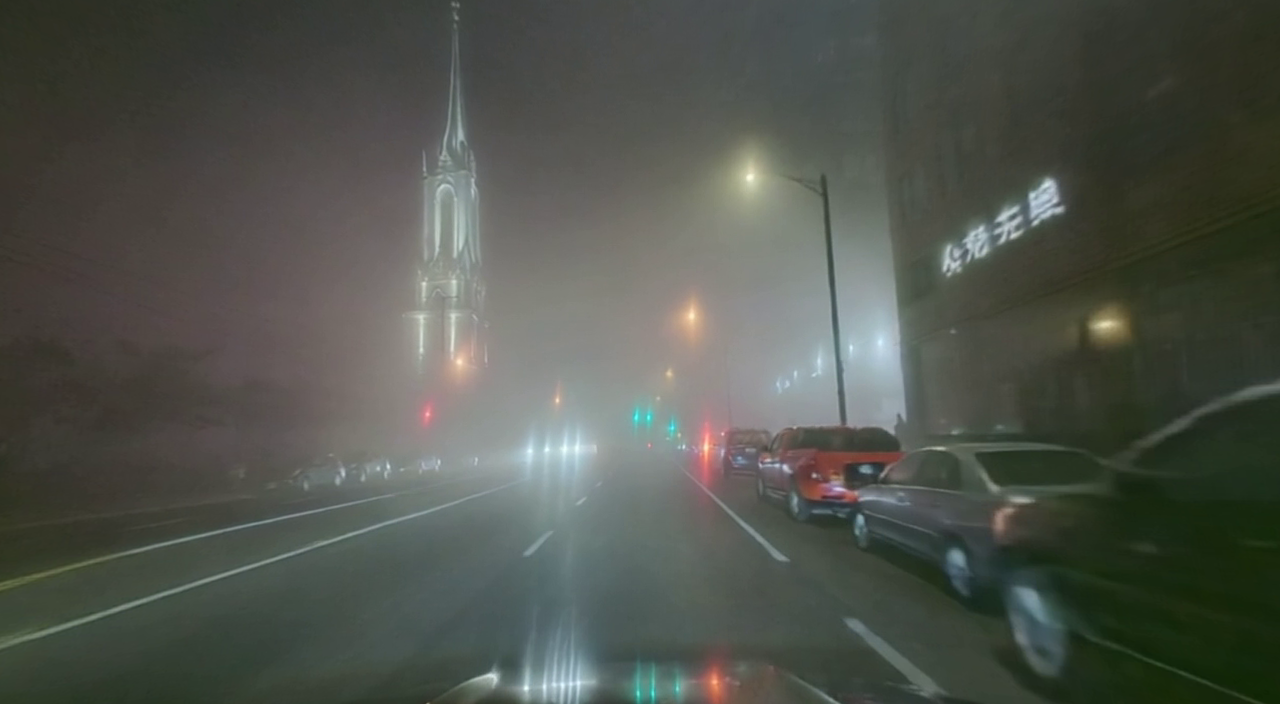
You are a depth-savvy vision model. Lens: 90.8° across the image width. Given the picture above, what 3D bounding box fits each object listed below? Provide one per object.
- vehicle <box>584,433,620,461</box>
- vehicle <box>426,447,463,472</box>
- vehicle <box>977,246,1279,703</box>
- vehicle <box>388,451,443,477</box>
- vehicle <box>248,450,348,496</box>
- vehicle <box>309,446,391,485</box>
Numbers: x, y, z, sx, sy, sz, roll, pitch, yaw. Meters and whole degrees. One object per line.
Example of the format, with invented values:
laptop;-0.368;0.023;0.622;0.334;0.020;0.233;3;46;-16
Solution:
vehicle;-2.742;7.049;46.895;2.293;1.936;4.737;0;-9;1
vehicle;-15.178;8.374;49.273;1.751;1.865;3.735;0;-9;-1
vehicle;3.121;0.618;1.468;2.074;2.041;5.045;1;-8;2
vehicle;-15.193;7.608;43.084;2.076;1.672;4.499;0;-9;0
vehicle;-14.940;5.271;27.932;1.978;1.819;4.477;0;-9;-2
vehicle;-15.237;5.988;33.540;2.014;1.846;4.920;0;-9;-1
